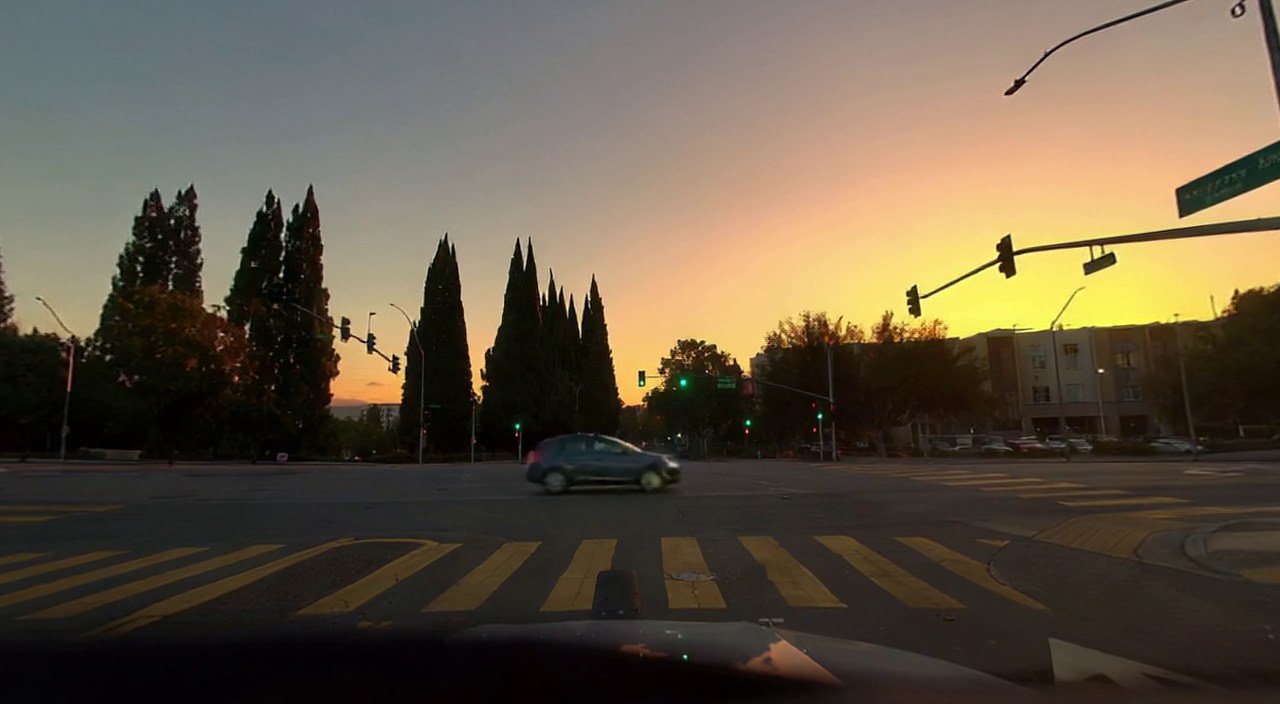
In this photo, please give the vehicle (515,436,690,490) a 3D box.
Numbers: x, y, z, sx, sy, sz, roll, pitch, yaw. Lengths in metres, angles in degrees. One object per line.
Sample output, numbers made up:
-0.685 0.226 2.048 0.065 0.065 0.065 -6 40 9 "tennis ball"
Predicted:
-1.041 3.246 18.596 4.838 1.468 2.052 0 -9 1 "vehicle"
